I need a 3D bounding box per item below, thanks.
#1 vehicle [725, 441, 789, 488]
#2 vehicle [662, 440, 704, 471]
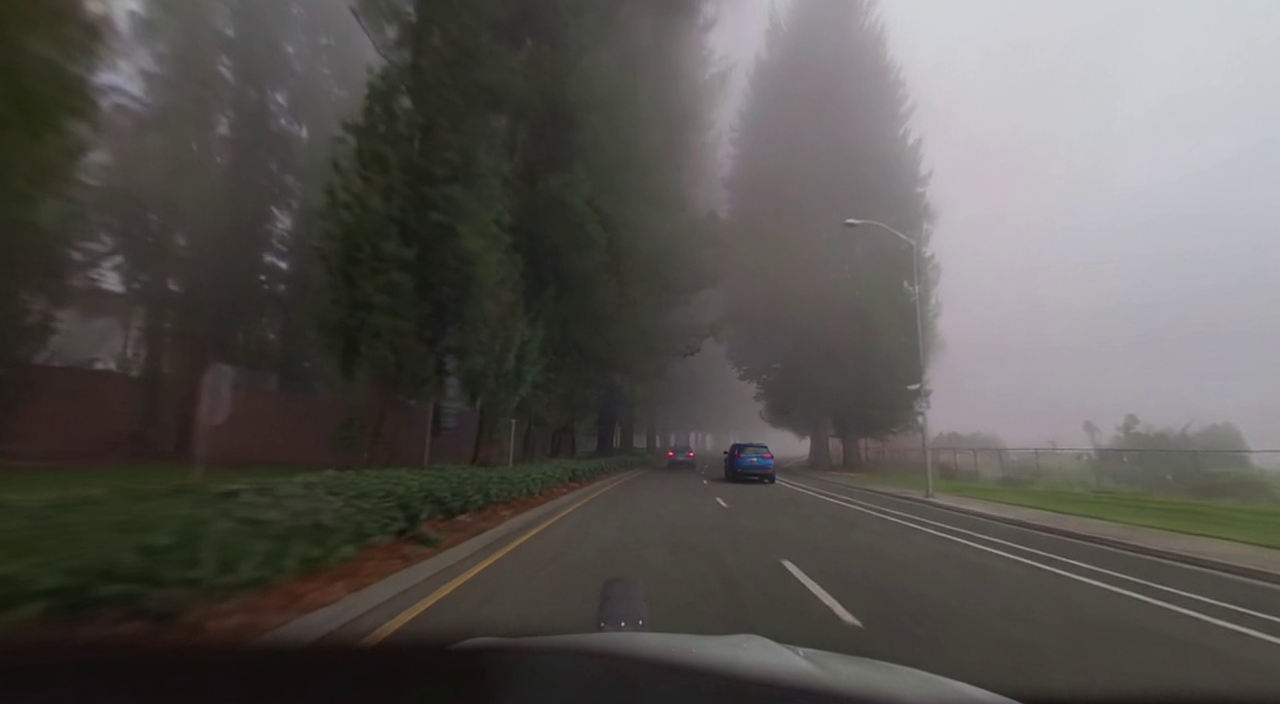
[{"bbox_3d":[4.528,4.396,24.851,1.971,1.663,4.287,-1,-8,4],"label":"vehicle"},{"bbox_3d":[2.725,6.362,38.792,2.251,1.822,4.391,-1,-9,8],"label":"vehicle"}]
